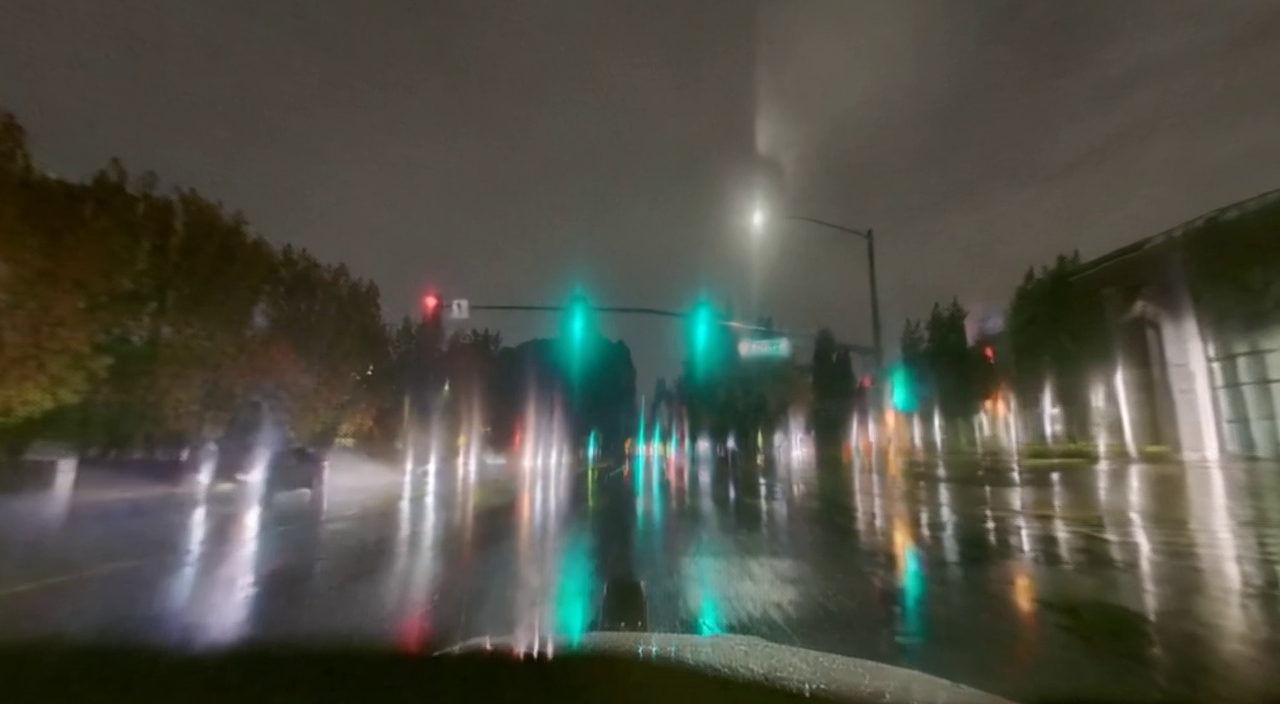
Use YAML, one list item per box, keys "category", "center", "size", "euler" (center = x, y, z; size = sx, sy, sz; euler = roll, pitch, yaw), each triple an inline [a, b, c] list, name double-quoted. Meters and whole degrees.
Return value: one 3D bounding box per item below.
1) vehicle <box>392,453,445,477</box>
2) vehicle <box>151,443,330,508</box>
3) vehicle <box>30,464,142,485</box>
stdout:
- category: "vehicle"
  center: [-14.968, 7.657, 42.694]
  size: [1.920, 1.499, 4.378]
  euler: [0, -9, 1]
- category: "vehicle"
  center: [-11.631, 3.586, 18.819]
  size: [2.069, 1.673, 4.853]
  euler: [0, -9, 1]
- category: "vehicle"
  center: [-30.624, 6.763, 34.754]
  size: [4.611, 1.021, 1.473]
  euler: [1, -8, -4]
